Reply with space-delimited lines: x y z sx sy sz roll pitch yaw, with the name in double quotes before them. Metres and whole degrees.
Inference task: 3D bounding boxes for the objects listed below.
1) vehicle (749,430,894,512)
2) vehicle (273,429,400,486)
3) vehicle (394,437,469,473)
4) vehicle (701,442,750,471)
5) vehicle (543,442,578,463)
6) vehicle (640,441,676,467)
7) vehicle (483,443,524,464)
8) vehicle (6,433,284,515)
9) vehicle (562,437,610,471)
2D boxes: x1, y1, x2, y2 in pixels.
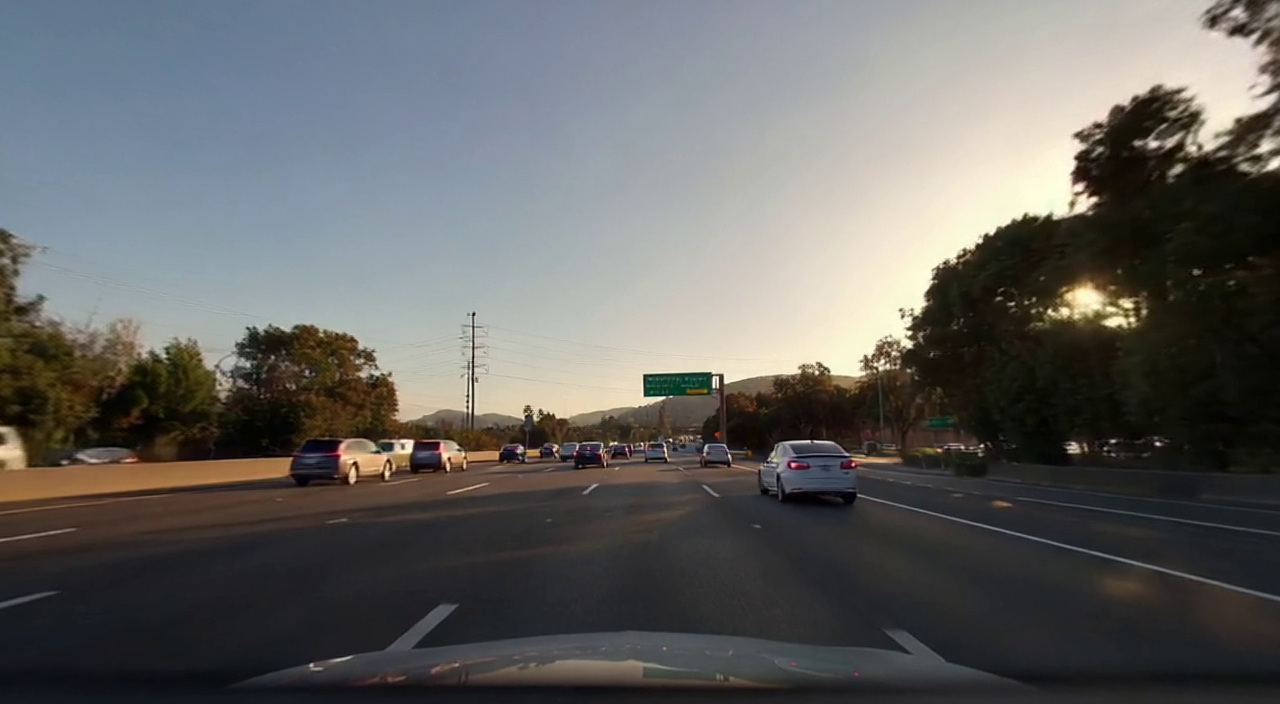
"vehicle" 3.958 2.670 14.653 2.036 1.580 4.360 0 -8 0
"vehicle" -10.598 3.714 22.511 2.083 1.776 4.721 0 -8 1
"vehicle" -10.508 5.235 32.247 2.137 1.690 4.630 0 -8 1
"vehicle" 4.571 5.671 34.544 2.022 1.472 4.678 0 -8 0
"vehicle" -6.166 7.831 49.289 2.049 1.544 4.866 0 -8 0
"vehicle" 1.110 6.555 40.822 2.220 1.575 4.332 0 -8 1
"vehicle" -10.101 7.543 47.051 1.926 1.479 4.688 0 -8 2
"vehicle" -10.554 2.618 14.148 2.181 1.512 4.889 0 -8 2
"vehicle" -2.915 5.636 35.094 2.133 1.775 4.530 0 -8 2
